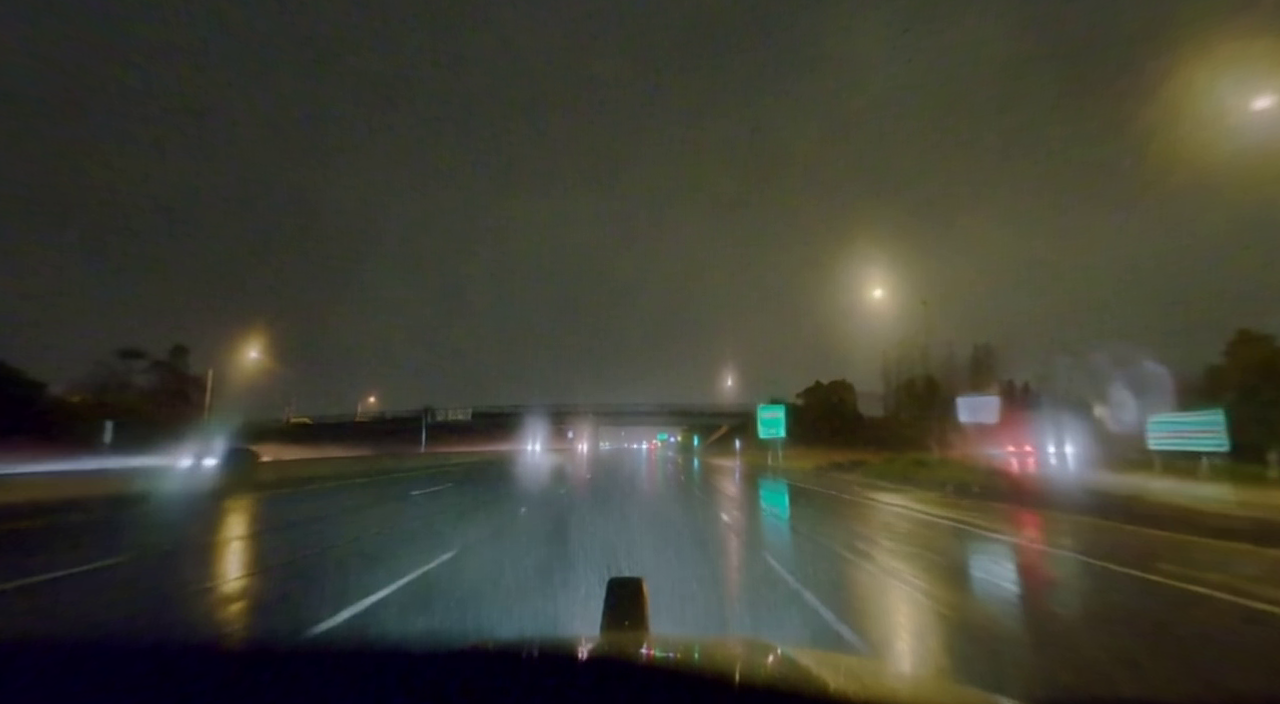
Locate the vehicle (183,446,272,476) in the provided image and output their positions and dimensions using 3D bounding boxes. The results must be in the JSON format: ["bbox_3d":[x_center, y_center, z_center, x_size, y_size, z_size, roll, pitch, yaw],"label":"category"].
[{"bbox_3d":[-23.360,6.163,35.943,1.863,1.584,4.527,0,-8,3],"label":"vehicle"}]
